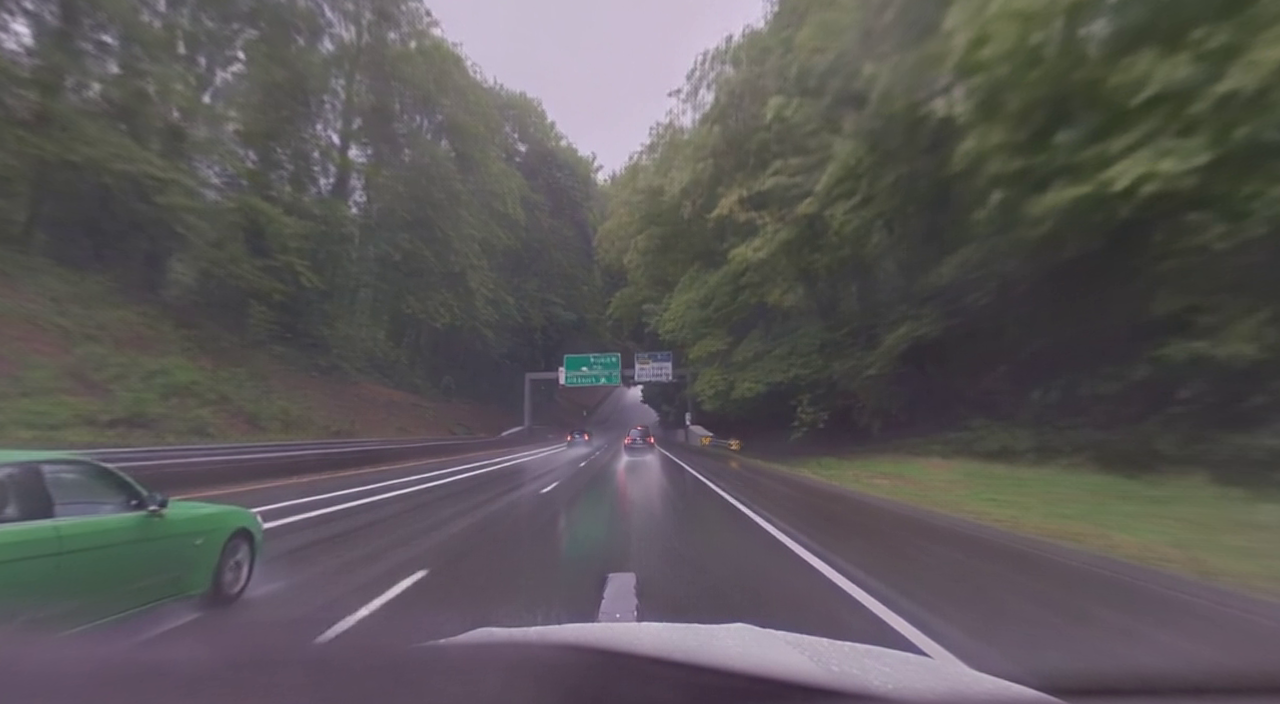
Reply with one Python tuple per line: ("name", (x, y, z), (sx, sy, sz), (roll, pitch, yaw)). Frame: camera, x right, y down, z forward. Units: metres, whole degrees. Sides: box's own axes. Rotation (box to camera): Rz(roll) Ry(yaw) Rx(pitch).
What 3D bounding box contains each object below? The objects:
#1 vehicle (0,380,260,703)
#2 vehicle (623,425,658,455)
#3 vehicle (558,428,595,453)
("vehicle", (-3.833, 0.854, 2.672), (1.958, 1.486, 3.988), (0, -8, -1))
("vehicle", (-0.018, 5.744, 41.163), (2.170, 1.790, 4.490), (0, -8, -1))
("vehicle", (-4.316, 6.078, 43.438), (2.055, 1.610, 4.116), (0, -8, 0))
